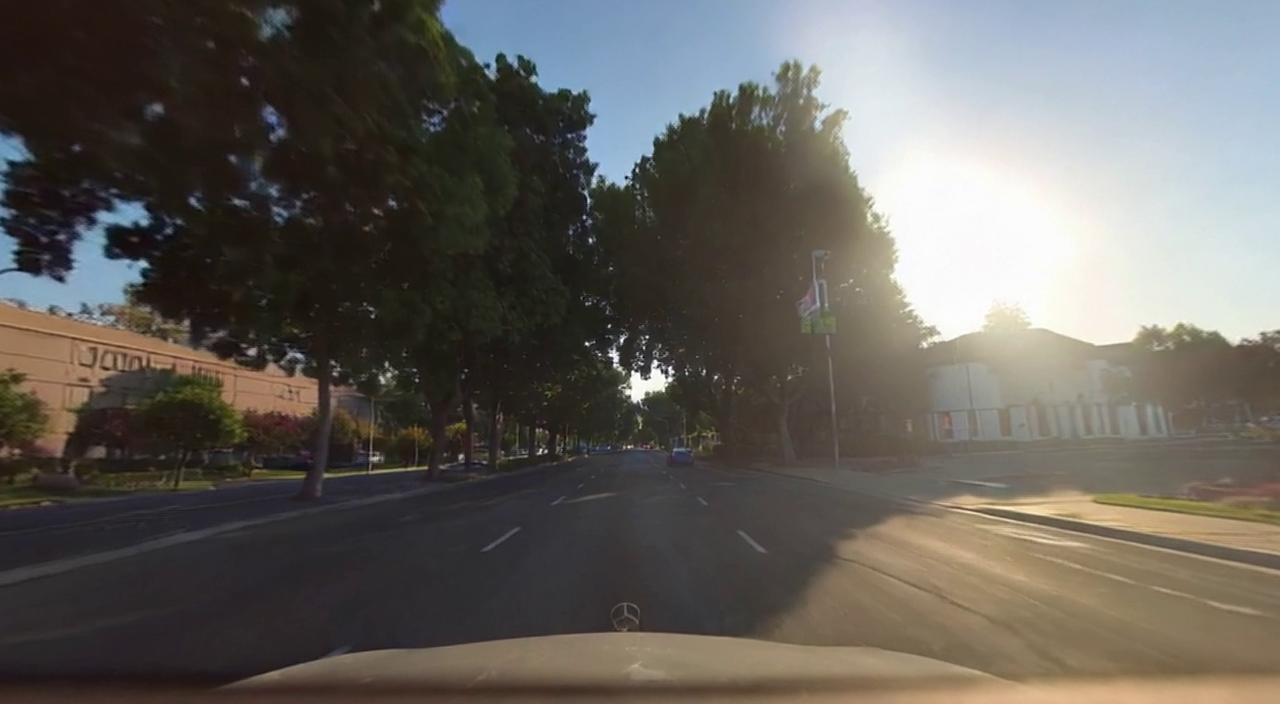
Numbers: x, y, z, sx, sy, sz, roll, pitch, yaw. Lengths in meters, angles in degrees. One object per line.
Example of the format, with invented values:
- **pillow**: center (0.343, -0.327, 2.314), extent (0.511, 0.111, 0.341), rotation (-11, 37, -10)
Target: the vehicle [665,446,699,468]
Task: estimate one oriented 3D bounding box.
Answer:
- **vehicle**: center (3.060, 7.714, 46.522), extent (2.033, 1.482, 4.571), rotation (1, -9, -2)
